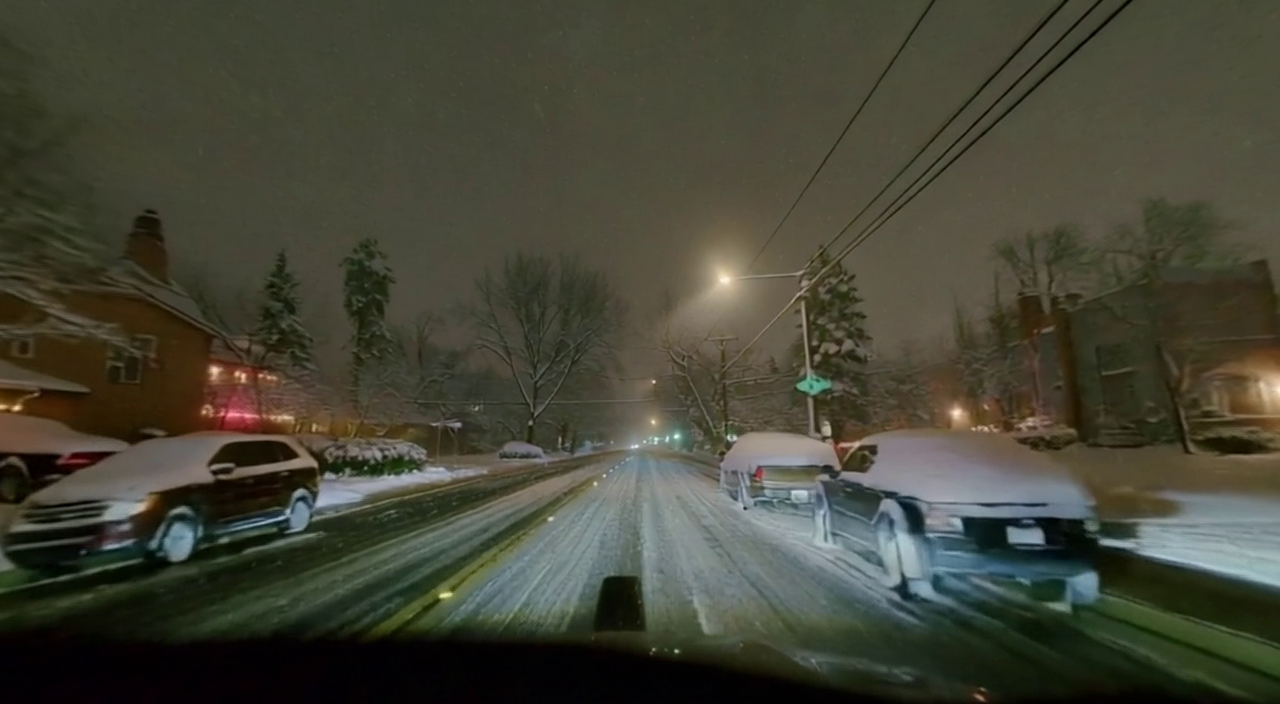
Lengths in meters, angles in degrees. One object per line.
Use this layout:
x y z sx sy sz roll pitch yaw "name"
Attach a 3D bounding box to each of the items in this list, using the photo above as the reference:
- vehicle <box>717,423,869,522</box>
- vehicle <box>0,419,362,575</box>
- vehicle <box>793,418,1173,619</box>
3.032 2.509 13.769 2.056 1.741 4.810 0 -8 -1 "vehicle"
-6.922 2.202 10.416 2.266 1.877 5.167 -1 -9 1 "vehicle"
3.344 1.683 7.472 1.896 1.602 4.571 0 -8 0 "vehicle"
